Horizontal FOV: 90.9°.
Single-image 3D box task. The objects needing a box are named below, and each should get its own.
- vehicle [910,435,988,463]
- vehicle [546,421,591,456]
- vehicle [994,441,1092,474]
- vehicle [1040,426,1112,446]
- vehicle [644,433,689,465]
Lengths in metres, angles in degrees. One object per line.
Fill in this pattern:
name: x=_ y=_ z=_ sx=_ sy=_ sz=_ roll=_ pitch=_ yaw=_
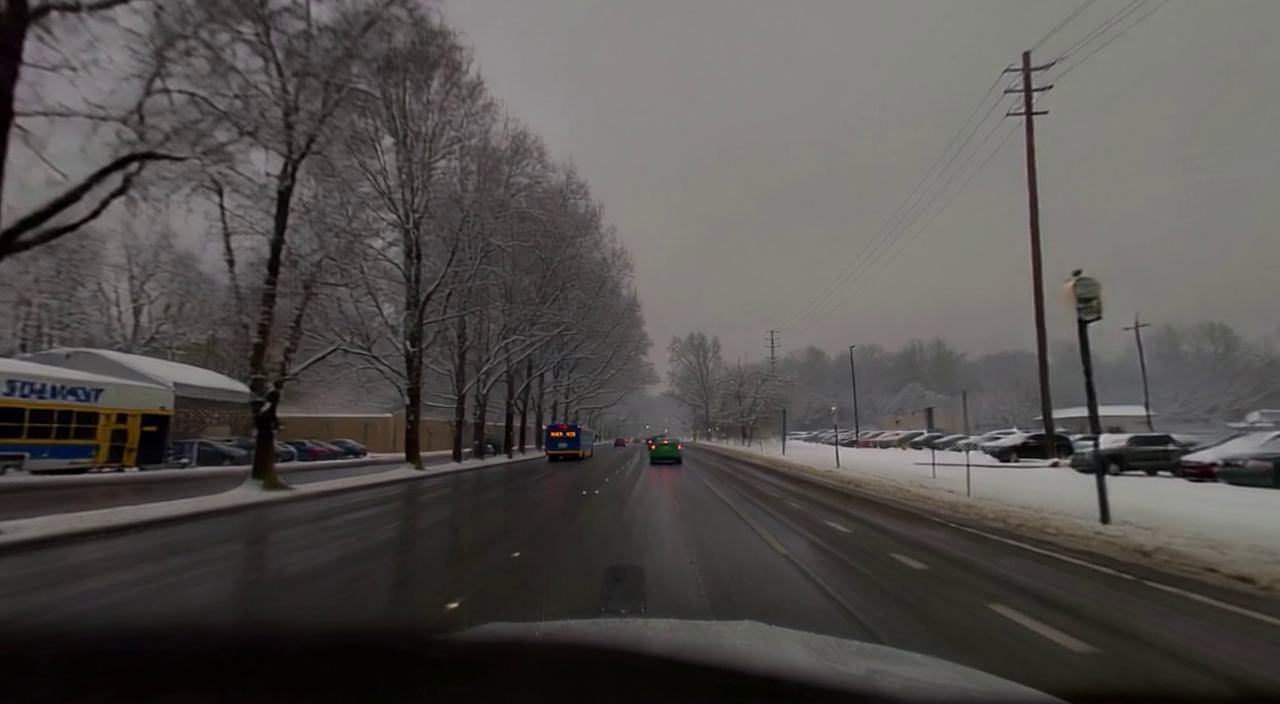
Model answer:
vehicle: x=19.961 y=6.303 z=41.118 sx=2.229 sy=1.661 sz=5.991 roll=0 pitch=-9 yaw=2
vehicle: x=-5.478 y=6.805 z=49.289 sx=2.485 sy=2.556 sz=6.363 roll=-1 pitch=-9 yaw=3
vehicle: x=19.408 y=5.078 z=30.676 sx=1.849 sy=1.466 sz=4.831 roll=-1 pitch=-9 yaw=4
vehicle: x=34.279 y=6.632 z=49.682 sx=4.215 sy=1.462 sz=1.883 roll=0 pitch=-9 yaw=0
vehicle: x=1.295 y=4.935 z=32.055 sx=2.123 sy=1.498 sz=4.226 roll=0 pitch=-9 yaw=1
